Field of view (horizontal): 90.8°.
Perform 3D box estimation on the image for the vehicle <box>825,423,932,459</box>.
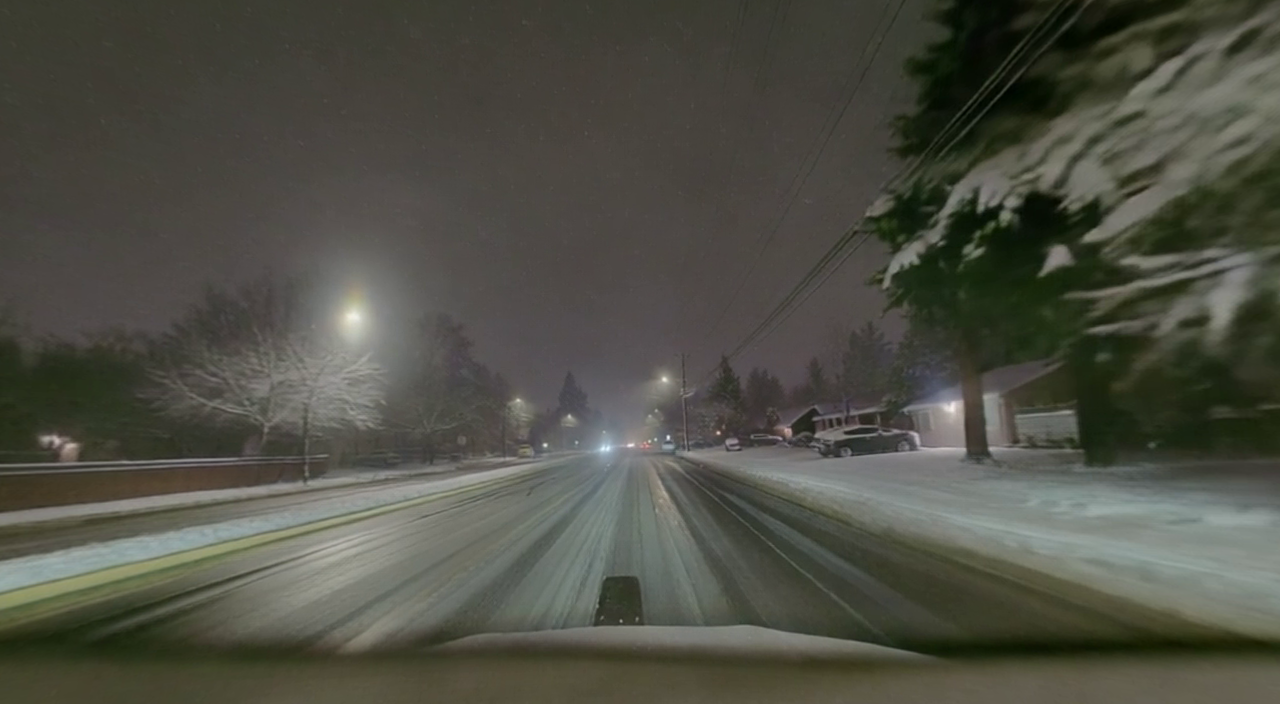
[{"bbox_3d":[11.785,4.440,31.469,4.545,1.680,2.001,-1,-8,4],"label":"vehicle"}]
